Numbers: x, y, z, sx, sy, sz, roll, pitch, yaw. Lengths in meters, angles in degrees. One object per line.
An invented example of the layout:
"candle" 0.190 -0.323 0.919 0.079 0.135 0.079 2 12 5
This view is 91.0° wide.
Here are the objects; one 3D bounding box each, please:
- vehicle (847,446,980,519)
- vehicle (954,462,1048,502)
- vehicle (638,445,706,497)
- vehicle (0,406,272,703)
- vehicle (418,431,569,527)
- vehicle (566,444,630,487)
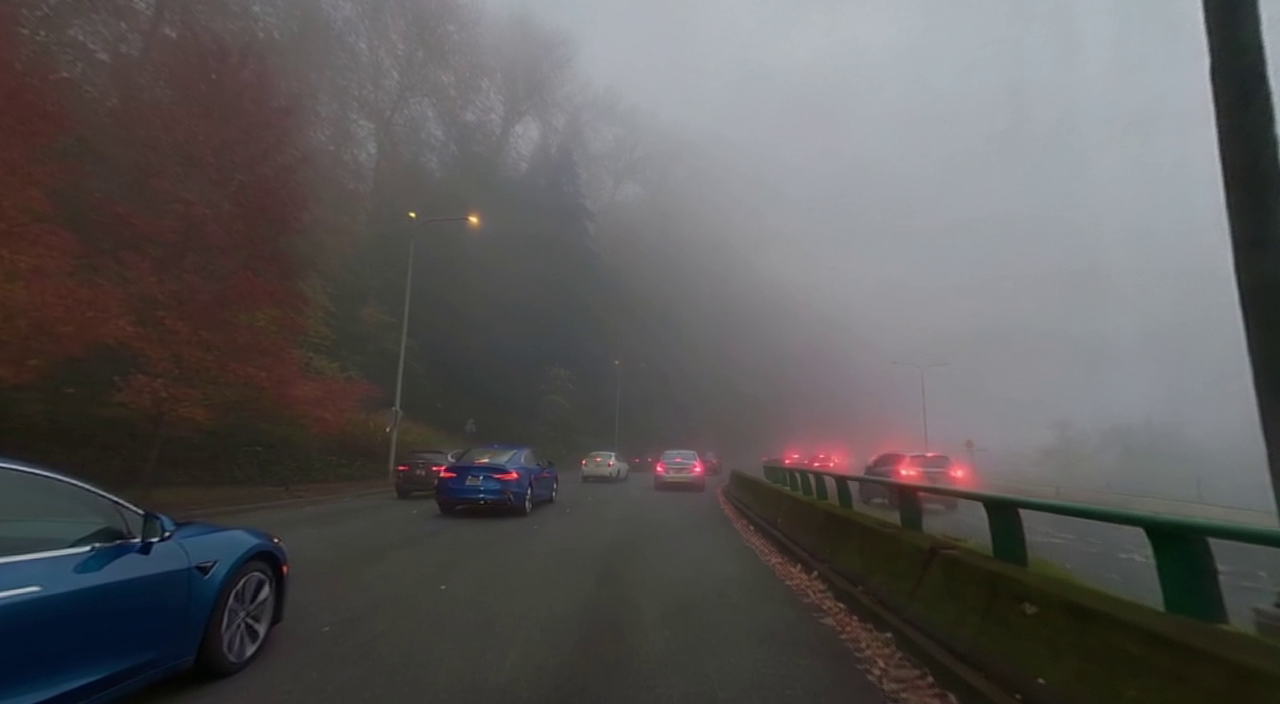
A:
"vehicle" 7.004 3.327 16.632 1.768 1.634 4.064 0 -9 2
"vehicle" 15.691 5.629 27.675 1.816 1.481 4.422 0 -9 5
"vehicle" 1.123 3.863 20.896 2.015 1.506 4.276 0 -9 4
"vehicle" -3.493 0.896 2.032 1.921 1.503 4.317 0 -9 1
"vehicle" -2.872 2.610 13.551 1.979 1.663 4.513 0 -9 2
"vehicle" -1.658 4.708 26.485 1.930 1.635 4.260 -1 -9 7
